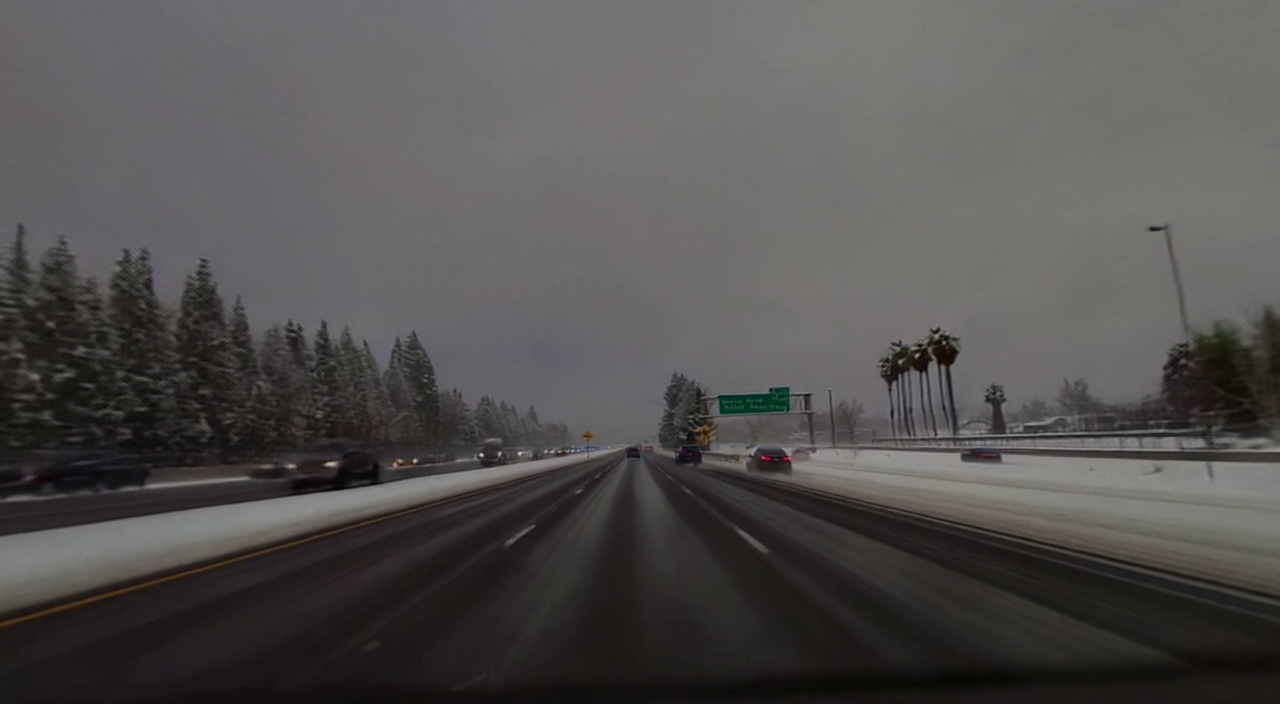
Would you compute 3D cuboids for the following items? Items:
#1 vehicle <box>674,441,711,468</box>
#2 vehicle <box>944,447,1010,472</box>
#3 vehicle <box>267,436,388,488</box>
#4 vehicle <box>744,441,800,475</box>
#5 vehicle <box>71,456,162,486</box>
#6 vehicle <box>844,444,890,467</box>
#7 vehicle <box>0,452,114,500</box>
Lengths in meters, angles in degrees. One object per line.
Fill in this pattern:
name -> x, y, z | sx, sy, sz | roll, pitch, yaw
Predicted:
vehicle -> 3.468, 6.829, 42.114 | 2.035, 1.704, 3.867 | 0, -8, -1
vehicle -> 21.107, 6.735, 39.672 | 1.774, 1.457, 4.653 | 0, -8, 3
vehicle -> -12.663, 4.477, 26.011 | 2.256, 1.886, 5.220 | 0, -8, 0
vehicle -> 6.820, 5.522, 33.061 | 1.902, 1.623, 4.360 | 0, -8, -1
vehicle -> -32.401, 7.329, 39.117 | 1.821, 1.655, 4.534 | 0, -8, -2
vehicle -> 17.231, 7.848, 47.934 | 1.887, 1.642, 4.592 | 0, -8, 2
vehicle -> -23.968, 4.899, 25.258 | 1.914, 1.698, 4.353 | 0, -8, 0
